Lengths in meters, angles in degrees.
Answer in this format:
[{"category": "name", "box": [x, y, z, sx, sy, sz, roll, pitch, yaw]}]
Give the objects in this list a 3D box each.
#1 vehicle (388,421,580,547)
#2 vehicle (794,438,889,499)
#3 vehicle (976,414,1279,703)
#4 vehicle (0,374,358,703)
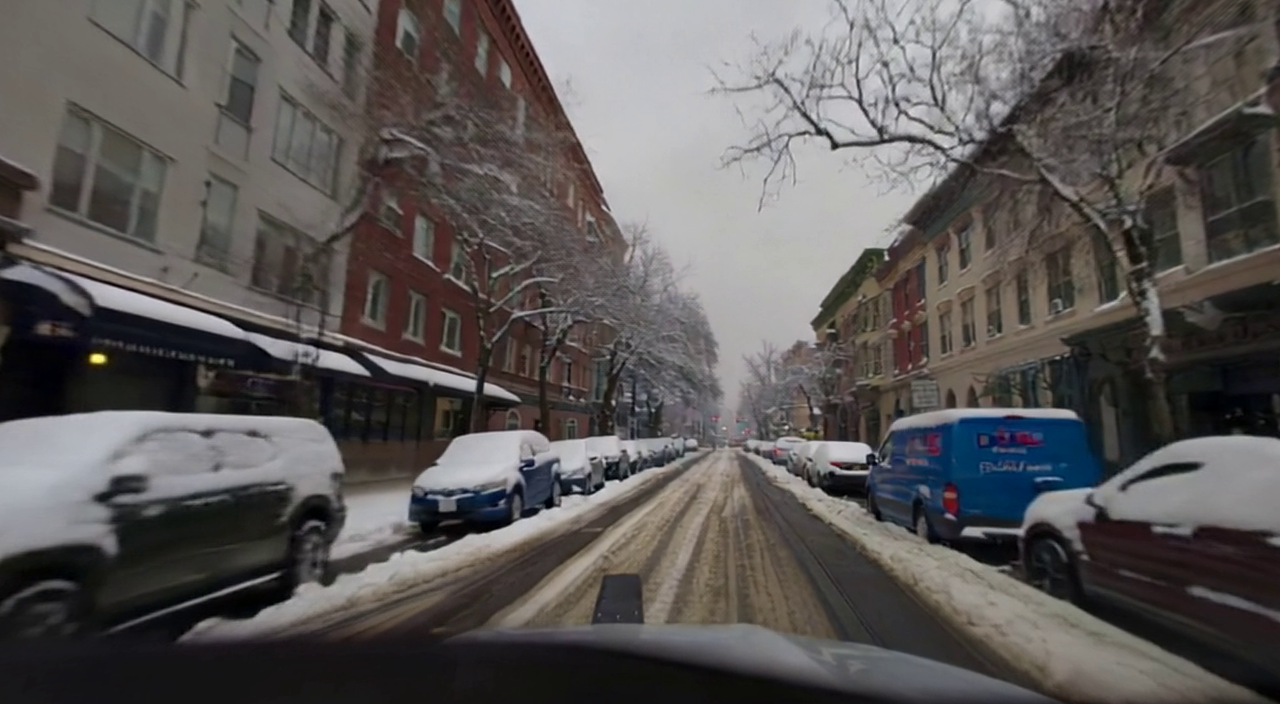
[{"category": "vehicle", "box": [-2.362, 2.026, 10.691, 1.867, 1.519, 3.920, 1, -4, 6]}, {"category": "vehicle", "box": [5.694, 3.277, 18.249, 1.896, 1.549, 3.845, -1, -8, 7]}, {"category": "vehicle", "box": [3.984, 1.164, 3.786, 1.834, 1.508, 4.743, -1, -8, 7]}, {"category": "vehicle", "box": [-3.552, 1.073, 3.988, 1.875, 1.564, 2.982, -2, -8, 7]}]
